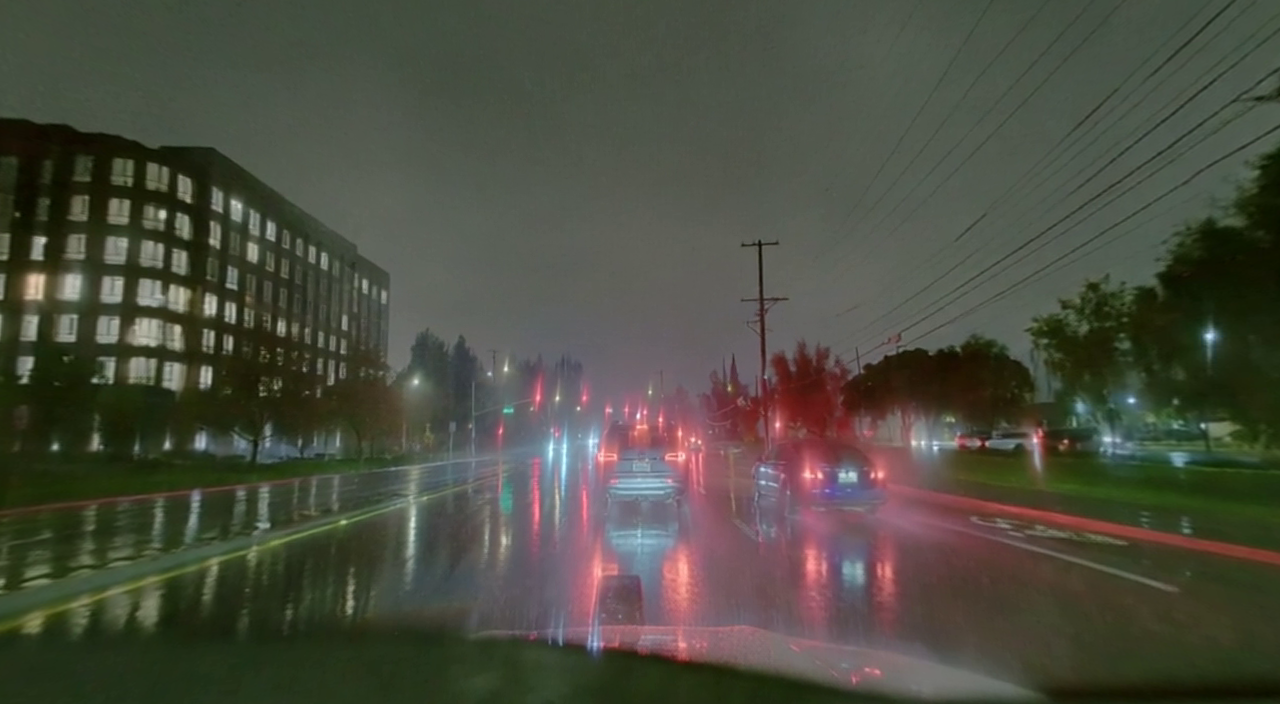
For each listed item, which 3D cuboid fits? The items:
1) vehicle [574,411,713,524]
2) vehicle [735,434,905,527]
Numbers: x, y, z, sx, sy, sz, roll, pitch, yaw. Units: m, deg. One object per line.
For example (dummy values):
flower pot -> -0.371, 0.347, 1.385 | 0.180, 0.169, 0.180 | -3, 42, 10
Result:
vehicle -> 0.069, 2.159, 12.279 | 2.189, 1.776, 4.342 | 0, -8, 0
vehicle -> 3.231, 2.400, 12.461 | 1.990, 1.482, 4.575 | 0, -8, 0
